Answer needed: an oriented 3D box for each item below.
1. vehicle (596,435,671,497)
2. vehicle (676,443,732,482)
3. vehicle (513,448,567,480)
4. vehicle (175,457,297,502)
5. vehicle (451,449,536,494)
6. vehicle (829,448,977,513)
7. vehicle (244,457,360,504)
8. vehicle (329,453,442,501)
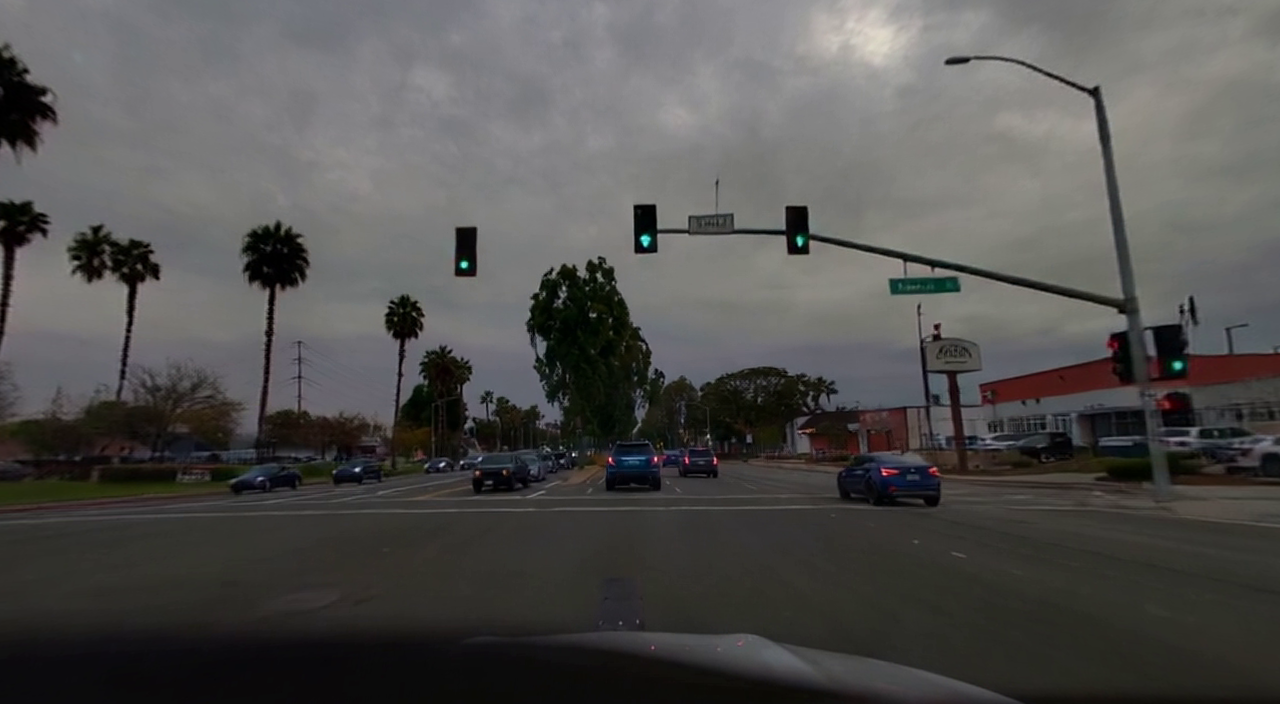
[{"bbox_3d":[-0.228,3.618,20.408,2.151,1.787,4.109,0,-9,-1],"label":"vehicle"},{"bbox_3d":[2.957,5.228,30.180,2.112,1.710,4.234,0,-9,-2],"label":"vehicle"},{"bbox_3d":[-5.073,5.739,32.637,2.036,1.541,4.107,-1,-9,2],"label":"vehicle"},{"bbox_3d":[-15.355,4.839,24.330,2.048,1.494,4.069,0,-9,-2],"label":"vehicle"},{"bbox_3d":[-5.221,4.307,23.147,2.030,1.441,4.324,0,-9,1],"label":"vehicle"},{"bbox_3d":[6.705,3.296,16.737,1.944,1.447,4.309,0,-9,-2],"label":"vehicle"},{"bbox_3d":[-11.921,4.517,22.624,1.850,1.414,4.184,0,-9,0],"label":"vehicle"},{"bbox_3d":[-8.604,4.224,21.811,2.061,1.415,4.289,0,-9,1],"label":"vehicle"}]
